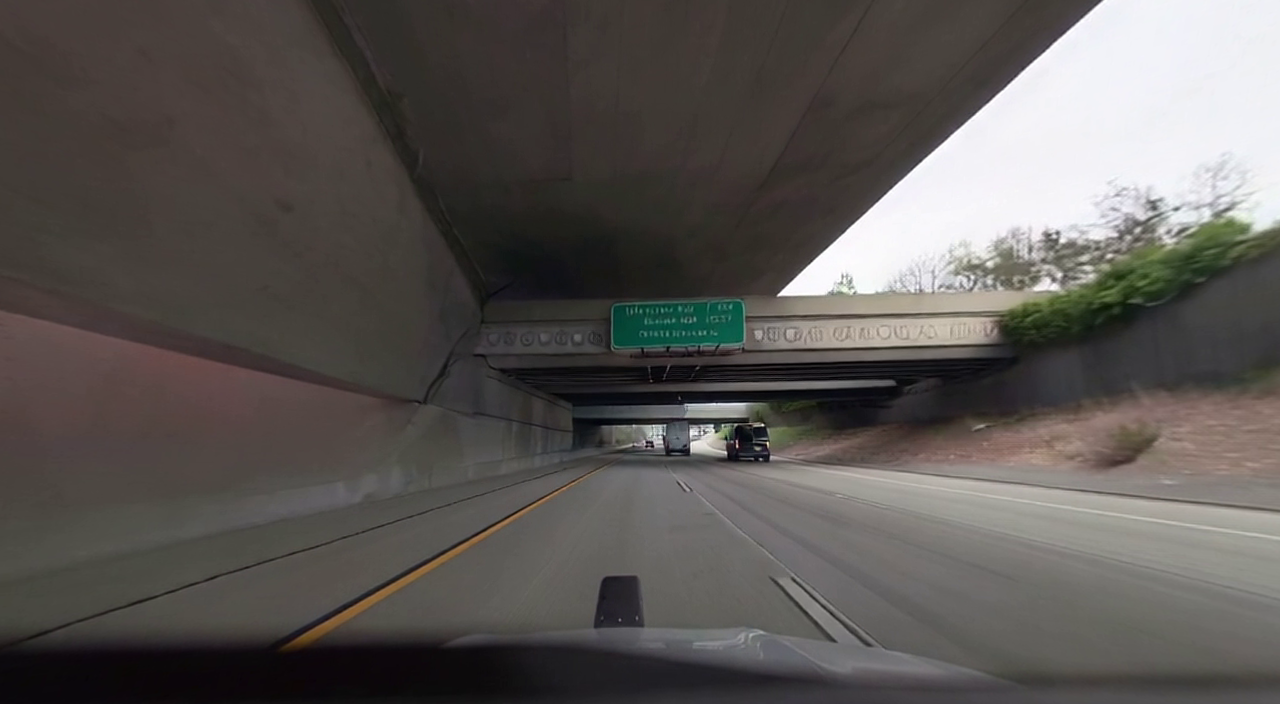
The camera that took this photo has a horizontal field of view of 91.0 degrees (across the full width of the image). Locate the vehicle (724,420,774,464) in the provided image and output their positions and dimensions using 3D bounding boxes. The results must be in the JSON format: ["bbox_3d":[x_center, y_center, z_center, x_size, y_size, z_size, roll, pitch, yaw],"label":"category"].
[{"bbox_3d":[7.486,6.317,43.979,2.379,2.819,6.294,0,-8,0],"label":"vehicle"}]
